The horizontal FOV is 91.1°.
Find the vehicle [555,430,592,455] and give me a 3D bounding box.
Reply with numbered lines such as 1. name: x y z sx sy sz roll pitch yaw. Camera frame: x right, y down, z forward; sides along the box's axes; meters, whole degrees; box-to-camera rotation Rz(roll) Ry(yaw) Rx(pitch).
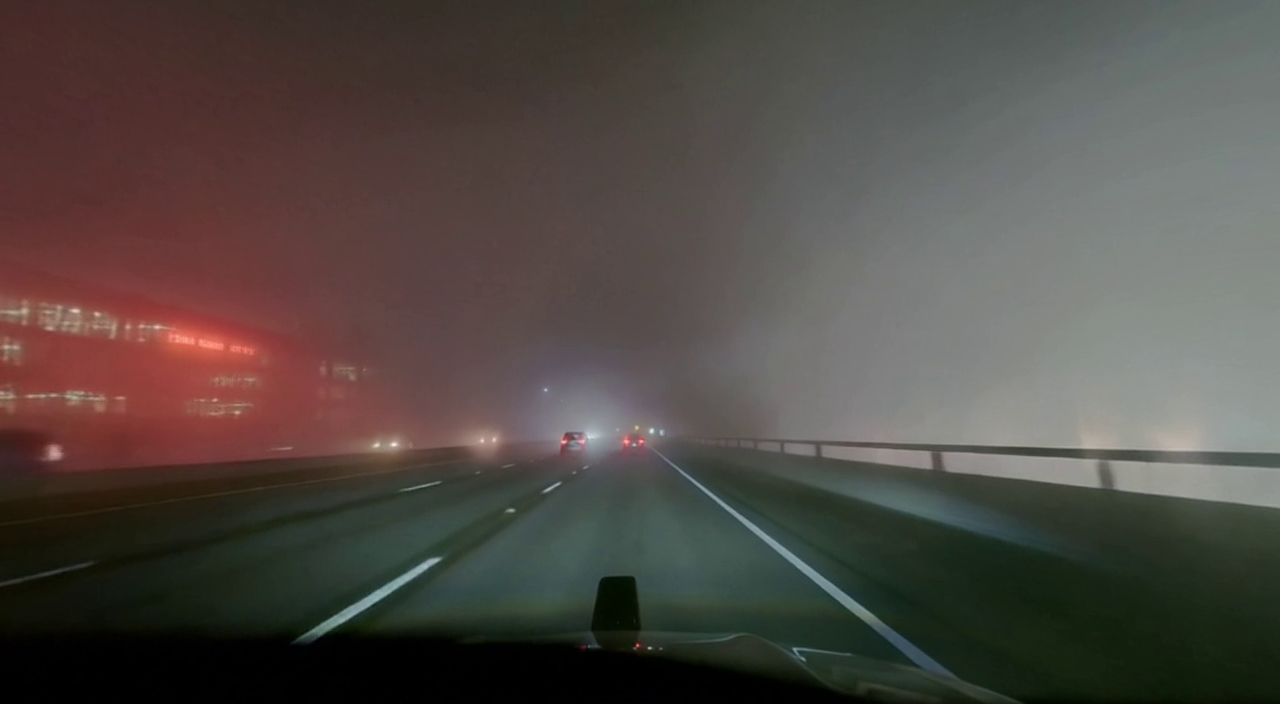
1. vehicle: -4.580 6.252 43.658 2.036 1.612 4.510 0 -8 0
